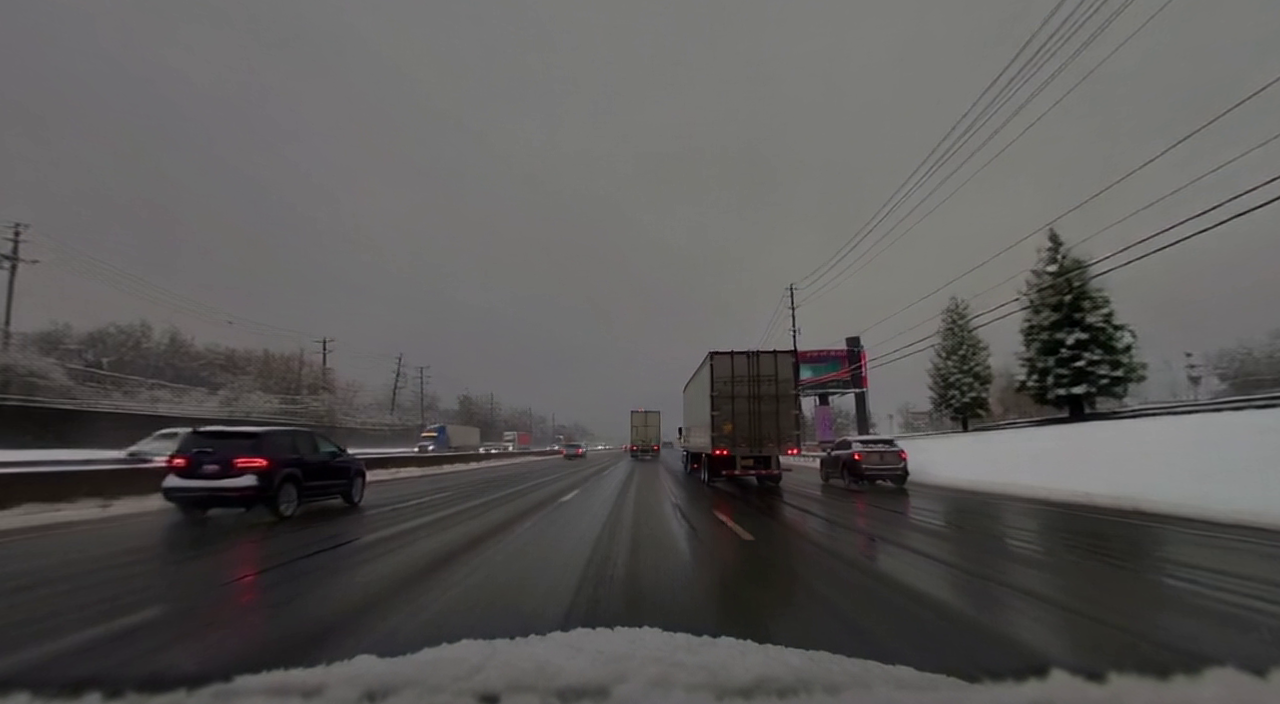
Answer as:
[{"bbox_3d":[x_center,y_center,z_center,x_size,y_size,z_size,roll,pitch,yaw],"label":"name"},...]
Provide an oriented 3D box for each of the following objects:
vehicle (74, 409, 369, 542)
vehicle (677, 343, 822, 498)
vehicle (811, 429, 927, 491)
[{"bbox_3d":[-6.894,2.095,11.300,2.004,1.846,4.739,0,-9,0],"label":"vehicle"},{"bbox_3d":[3.420,3.076,25.295,2.892,4.152,16.575,0,-9,0],"label":"vehicle"},{"bbox_3d":[7.553,3.620,21.469,2.115,1.844,4.522,0,-9,-1],"label":"vehicle"}]
